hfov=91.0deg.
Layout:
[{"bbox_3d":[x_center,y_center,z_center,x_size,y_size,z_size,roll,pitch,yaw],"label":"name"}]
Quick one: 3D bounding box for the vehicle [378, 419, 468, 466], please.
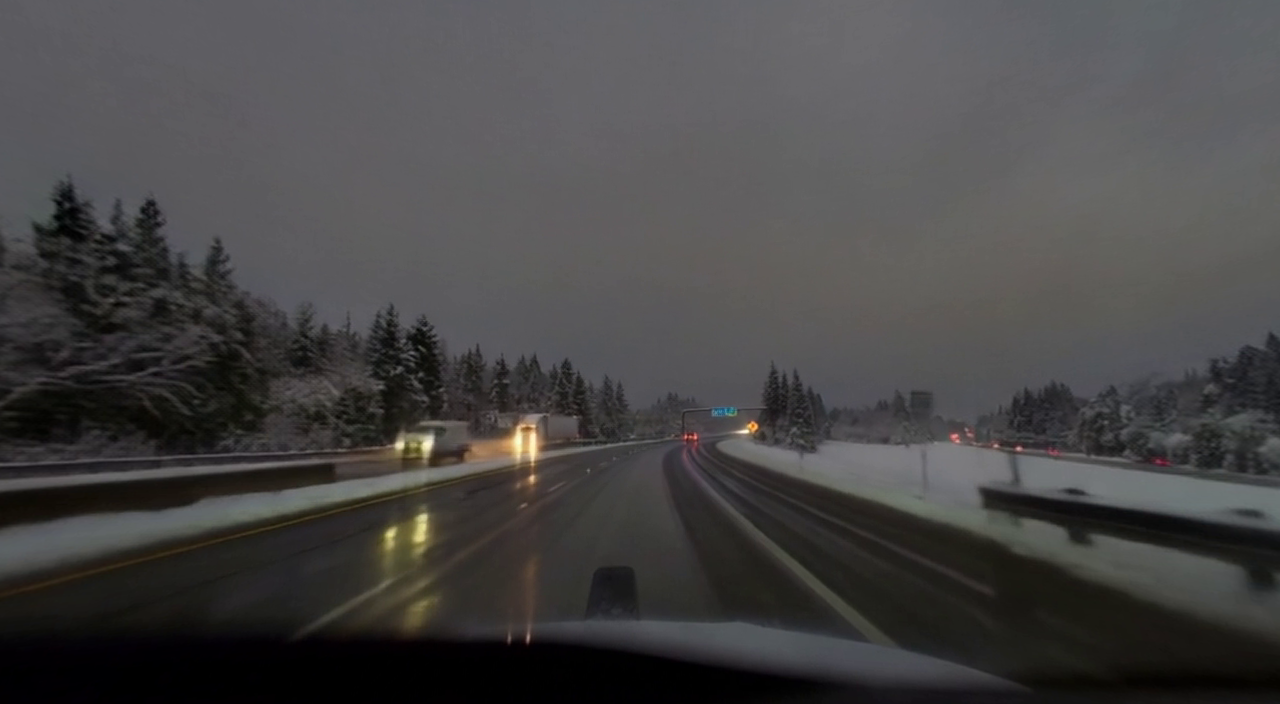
[{"bbox_3d":[-12.093,5.122,35.773,2.492,2.342,6.658,-1,-8,2],"label":"vehicle"}]
